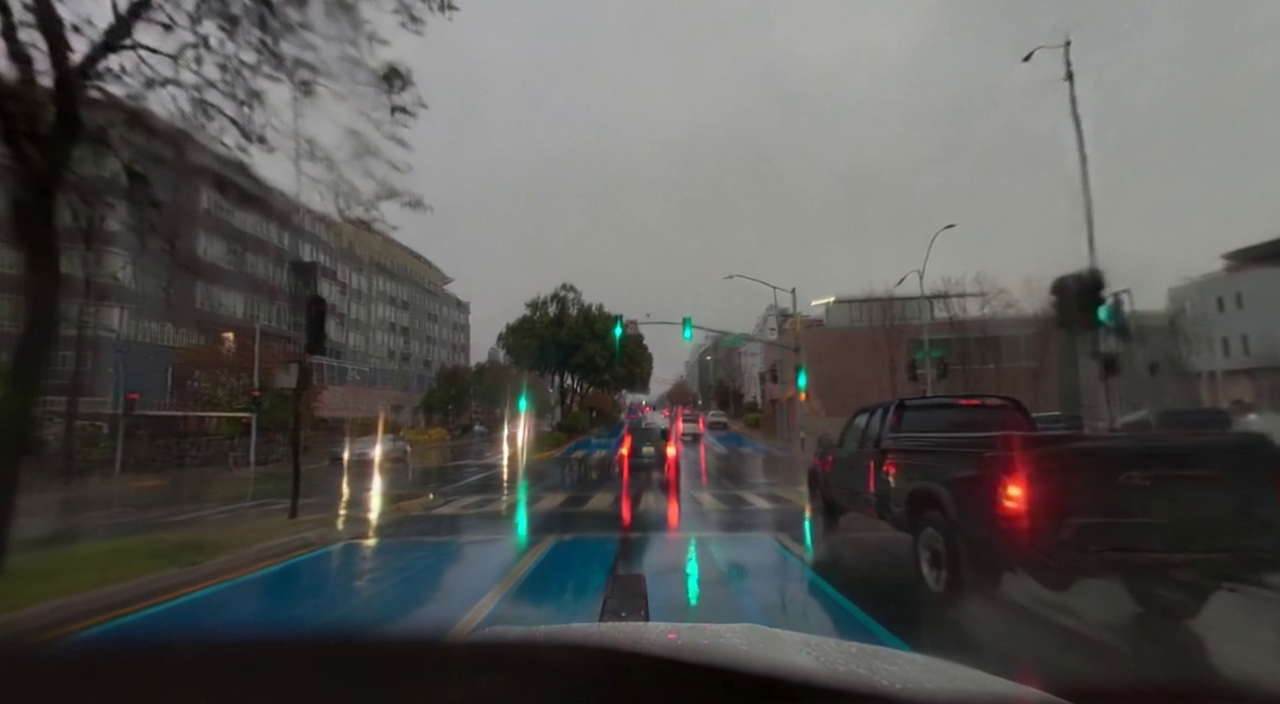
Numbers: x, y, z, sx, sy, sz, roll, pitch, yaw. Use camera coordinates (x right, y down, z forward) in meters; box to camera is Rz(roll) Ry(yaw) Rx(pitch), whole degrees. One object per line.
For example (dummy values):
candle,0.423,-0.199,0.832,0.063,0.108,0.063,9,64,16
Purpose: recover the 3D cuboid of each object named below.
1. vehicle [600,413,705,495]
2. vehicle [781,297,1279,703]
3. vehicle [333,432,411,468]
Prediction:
vehicle,0.258,2.555,15.957,2.283,1.773,4.255,0,-9,0
vehicle,3.394,1.210,6.251,2.487,2.048,6.443,0,-9,0
vehicle,-13.515,4.980,32.175,2.062,1.697,4.321,0,-8,0
